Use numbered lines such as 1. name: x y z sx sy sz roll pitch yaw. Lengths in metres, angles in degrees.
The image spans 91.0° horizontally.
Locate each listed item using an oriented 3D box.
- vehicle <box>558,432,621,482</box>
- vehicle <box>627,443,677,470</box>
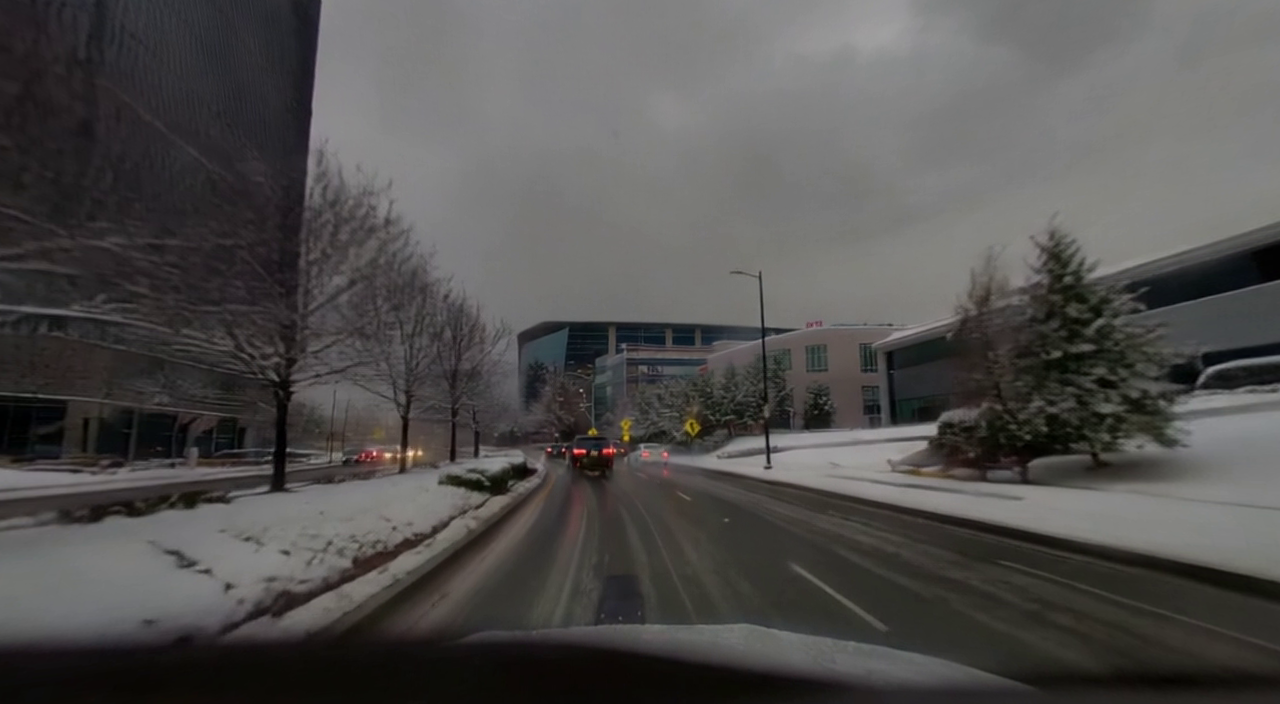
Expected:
1. vehicle: -1.977 4.033 24.442 2.173 1.761 4.374 1 -9 -5
2. vehicle: 0.653 6.205 37.692 2.116 1.506 4.355 2 -9 -10
